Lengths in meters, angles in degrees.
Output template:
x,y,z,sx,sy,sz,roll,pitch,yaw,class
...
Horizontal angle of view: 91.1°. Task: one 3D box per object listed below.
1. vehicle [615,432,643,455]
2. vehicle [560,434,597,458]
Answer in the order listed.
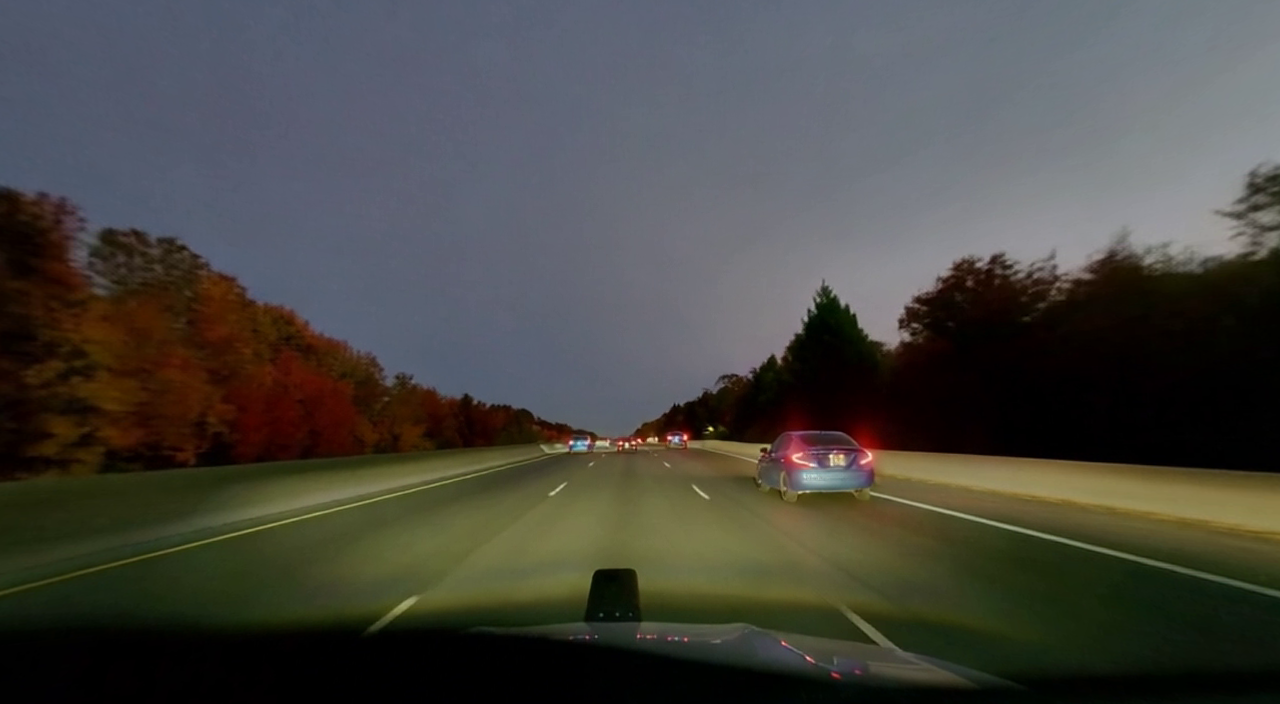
x,y,z,sx,sy,sz,roll,pitch,yaw,class
-0.867,7.229,49.898,2.157,1.688,4.480,0,-8,0,vehicle
-4.187,6.459,43.377,2.103,1.507,4.367,0,-8,0,vehicle
